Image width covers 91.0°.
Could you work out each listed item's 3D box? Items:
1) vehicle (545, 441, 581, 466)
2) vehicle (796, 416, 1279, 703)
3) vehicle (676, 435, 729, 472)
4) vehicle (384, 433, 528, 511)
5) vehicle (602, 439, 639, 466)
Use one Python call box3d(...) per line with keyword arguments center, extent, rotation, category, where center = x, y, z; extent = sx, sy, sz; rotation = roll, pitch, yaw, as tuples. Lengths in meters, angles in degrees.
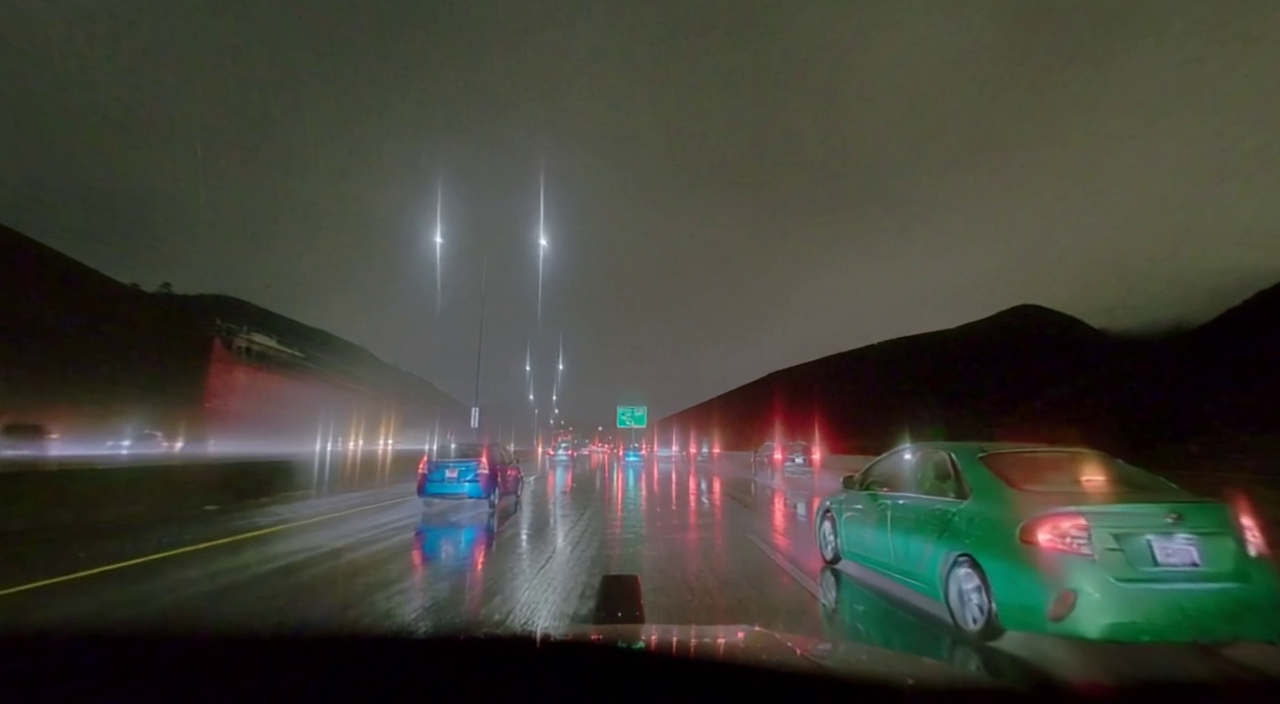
box3d(center=(-4.846, 6.429, 39.967), extent=(1.796, 1.464, 3.839), rotation=(0, -9, -1), category="vehicle")
box3d(center=(3.080, 1.468, 5.746), extent=(2.136, 1.511, 4.706), rotation=(0, -9, 1), category="vehicle")
box3d(center=(3.238, 5.407, 33.631), extent=(2.222, 1.820, 4.733), rotation=(1, -9, -1), category="vehicle")
box3d(center=(-3.971, 2.669, 14.439), extent=(1.993, 1.500, 4.248), rotation=(0, -9, 0), category="vehicle")
box3d(center=(-1.202, 6.310, 39.609), extent=(2.147, 1.572, 4.094), rotation=(0, -9, -1), category="vehicle")
